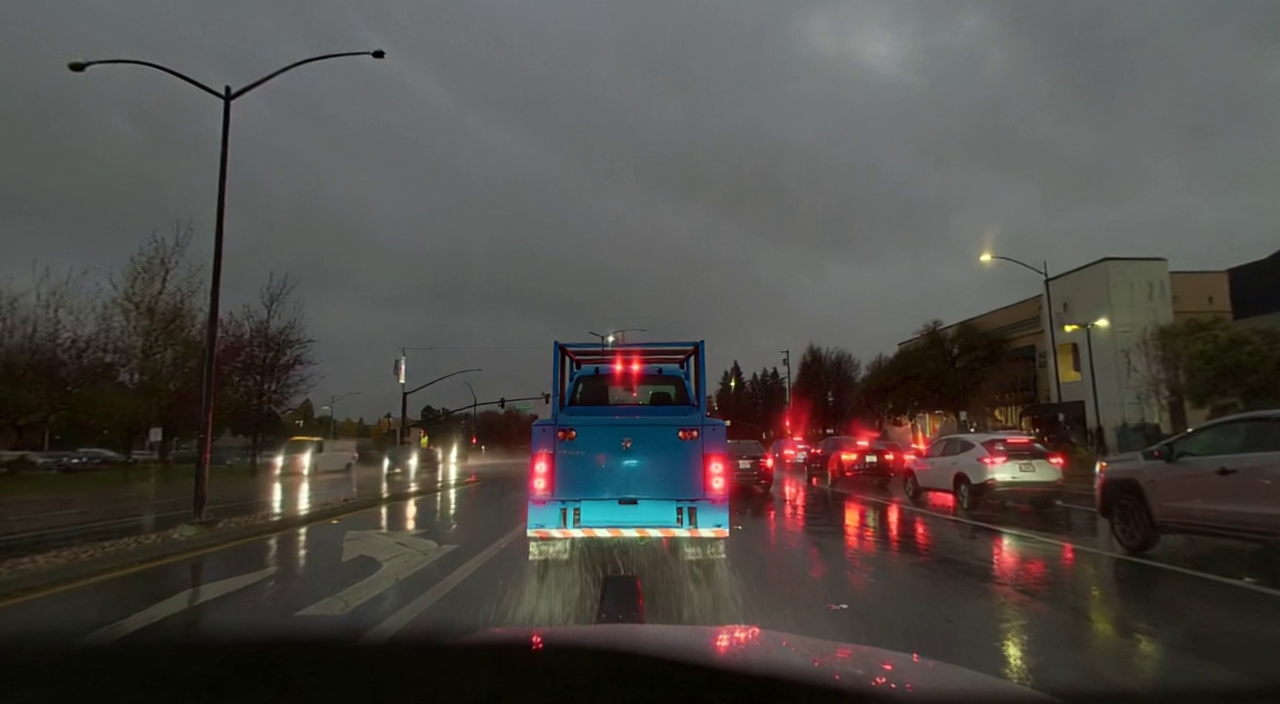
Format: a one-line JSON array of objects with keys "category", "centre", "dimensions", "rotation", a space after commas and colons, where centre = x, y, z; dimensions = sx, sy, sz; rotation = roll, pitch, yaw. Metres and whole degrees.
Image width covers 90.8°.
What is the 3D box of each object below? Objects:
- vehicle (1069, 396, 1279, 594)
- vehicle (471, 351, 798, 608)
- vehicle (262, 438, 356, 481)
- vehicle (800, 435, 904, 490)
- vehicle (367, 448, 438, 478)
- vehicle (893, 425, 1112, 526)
[{"category": "vehicle", "centre": [6.813, 1.361, 6.171], "dimensions": [2.023, 1.771, 4.488], "rotation": [0, -9, 0]}, {"category": "vehicle", "centre": [-0.095, 1.467, 8.159], "dimensions": [2.682, 2.117, 5.706], "rotation": [0, -9, -1]}, {"category": "vehicle", "centre": [-19.220, 6.255, 37.080], "dimensions": [2.700, 2.296, 5.270], "rotation": [0, -9, -1]}, {"category": "vehicle", "centre": [7.068, 3.731, 21.607], "dimensions": [1.953, 1.665, 4.327], "rotation": [0, -9, -2]}, {"category": "vehicle", "centre": [-12.523, 5.847, 33.654], "dimensions": [1.983, 1.449, 4.501], "rotation": [0, -9, 0]}, {"category": "vehicle", "centre": [7.066, 2.436, 12.974], "dimensions": [1.931, 1.692, 4.267], "rotation": [0, -9, 0]}]
